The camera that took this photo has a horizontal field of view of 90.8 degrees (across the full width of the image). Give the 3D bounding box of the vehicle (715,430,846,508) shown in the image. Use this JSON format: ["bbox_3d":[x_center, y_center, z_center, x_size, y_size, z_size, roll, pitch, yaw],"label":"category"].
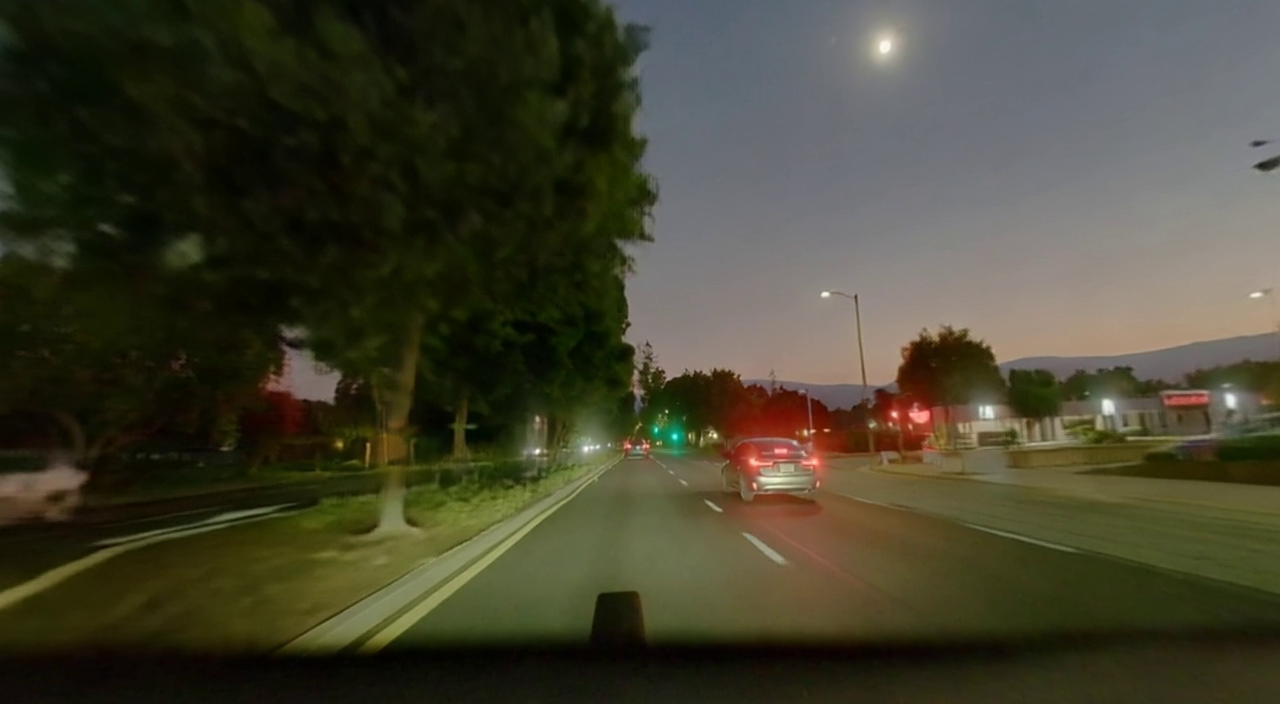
[{"bbox_3d":[3.239,2.789,15.664,1.995,1.616,4.729,0,-8,-2],"label":"vehicle"}]

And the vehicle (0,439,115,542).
[{"bbox_3d":[-12.411,2.483,11.318,2.063,1.812,4.502,0,-8,0],"label":"vehicle"}]
